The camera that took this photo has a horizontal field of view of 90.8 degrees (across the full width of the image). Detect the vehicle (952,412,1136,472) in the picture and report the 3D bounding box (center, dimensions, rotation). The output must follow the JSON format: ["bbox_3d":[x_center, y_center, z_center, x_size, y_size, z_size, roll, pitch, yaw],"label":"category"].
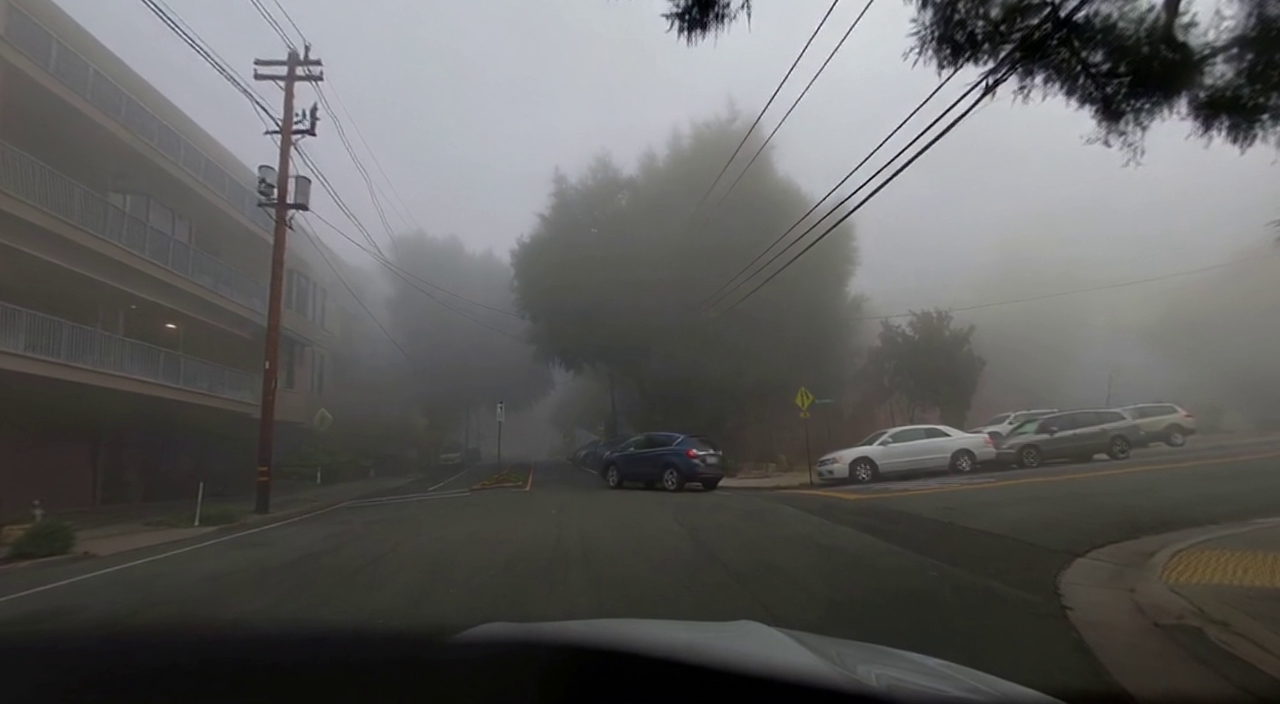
[{"bbox_3d":[12.934,2.902,20.353,4.830,1.490,1.878,-2,-11,-12],"label":"vehicle"}]

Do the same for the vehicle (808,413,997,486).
[{"bbox_3d":[7.903,2.963,19.220,4.877,1.755,1.918,-2,-10,-11],"label":"vehicle"}]

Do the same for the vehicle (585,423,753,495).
[{"bbox_3d":[0.729,3.156,18.923,2.155,1.872,4.790,8,-12,-44],"label":"vehicle"}]
